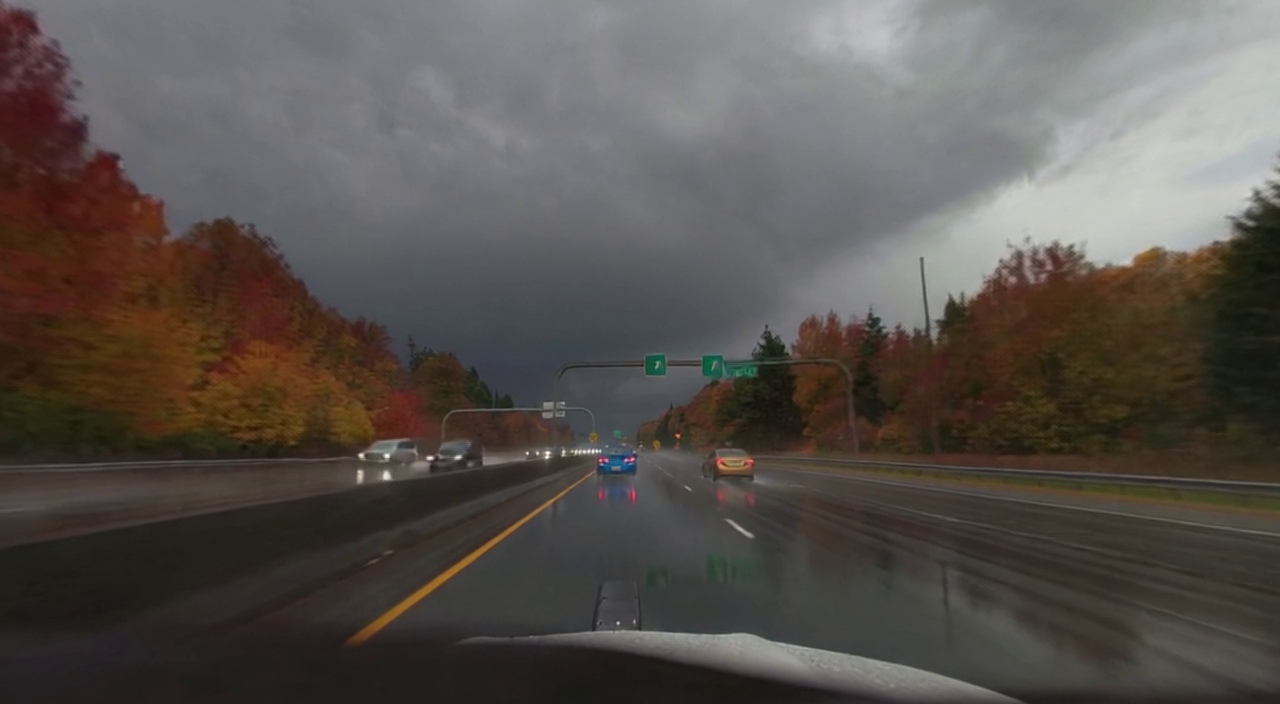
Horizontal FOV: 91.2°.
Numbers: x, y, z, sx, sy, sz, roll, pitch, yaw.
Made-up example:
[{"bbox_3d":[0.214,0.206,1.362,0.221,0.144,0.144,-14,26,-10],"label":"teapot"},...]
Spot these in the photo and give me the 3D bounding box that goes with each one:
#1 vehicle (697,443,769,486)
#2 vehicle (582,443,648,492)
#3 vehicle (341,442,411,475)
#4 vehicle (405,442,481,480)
[{"bbox_3d":[3.696,4.568,25.771,2.300,1.595,4.144,-1,-9,0],"label":"vehicle"},{"bbox_3d":[-0.835,4.075,22.468,2.128,1.516,4.410,-1,-9,-1],"label":"vehicle"},{"bbox_3d":[-13.587,5.485,32.519,1.890,1.547,4.184,-1,-9,-1],"label":"vehicle"},{"bbox_3d":[-8.593,4.786,27.792,1.985,1.555,4.510,0,-9,-1],"label":"vehicle"}]
